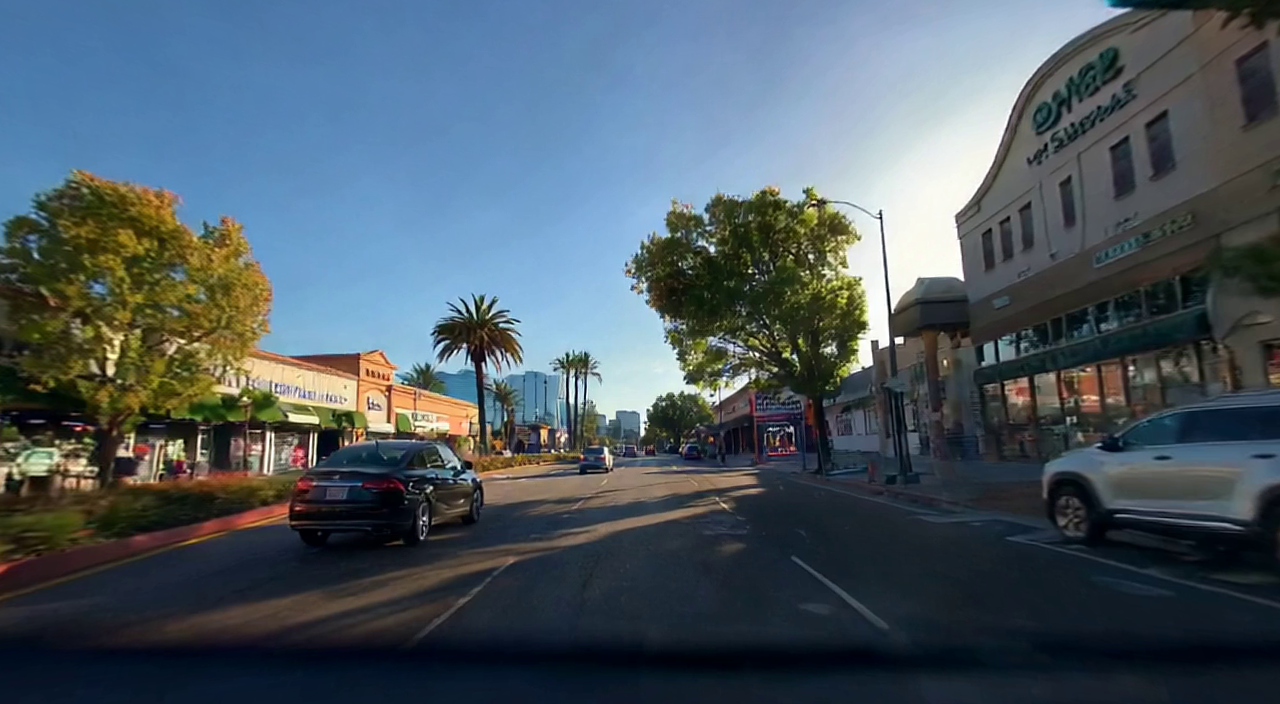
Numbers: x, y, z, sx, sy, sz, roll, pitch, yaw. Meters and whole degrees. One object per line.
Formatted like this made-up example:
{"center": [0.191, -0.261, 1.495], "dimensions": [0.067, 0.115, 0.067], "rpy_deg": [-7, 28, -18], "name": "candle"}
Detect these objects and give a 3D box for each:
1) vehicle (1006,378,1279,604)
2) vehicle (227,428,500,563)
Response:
{"center": [6.444, 1.246, 5.843], "dimensions": [2.214, 1.865, 6.549], "rpy_deg": [0, -9, 0], "name": "vehicle"}
{"center": [-3.642, 1.970, 9.440], "dimensions": [2.032, 1.511, 4.424], "rpy_deg": [0, -9, 1], "name": "vehicle"}
